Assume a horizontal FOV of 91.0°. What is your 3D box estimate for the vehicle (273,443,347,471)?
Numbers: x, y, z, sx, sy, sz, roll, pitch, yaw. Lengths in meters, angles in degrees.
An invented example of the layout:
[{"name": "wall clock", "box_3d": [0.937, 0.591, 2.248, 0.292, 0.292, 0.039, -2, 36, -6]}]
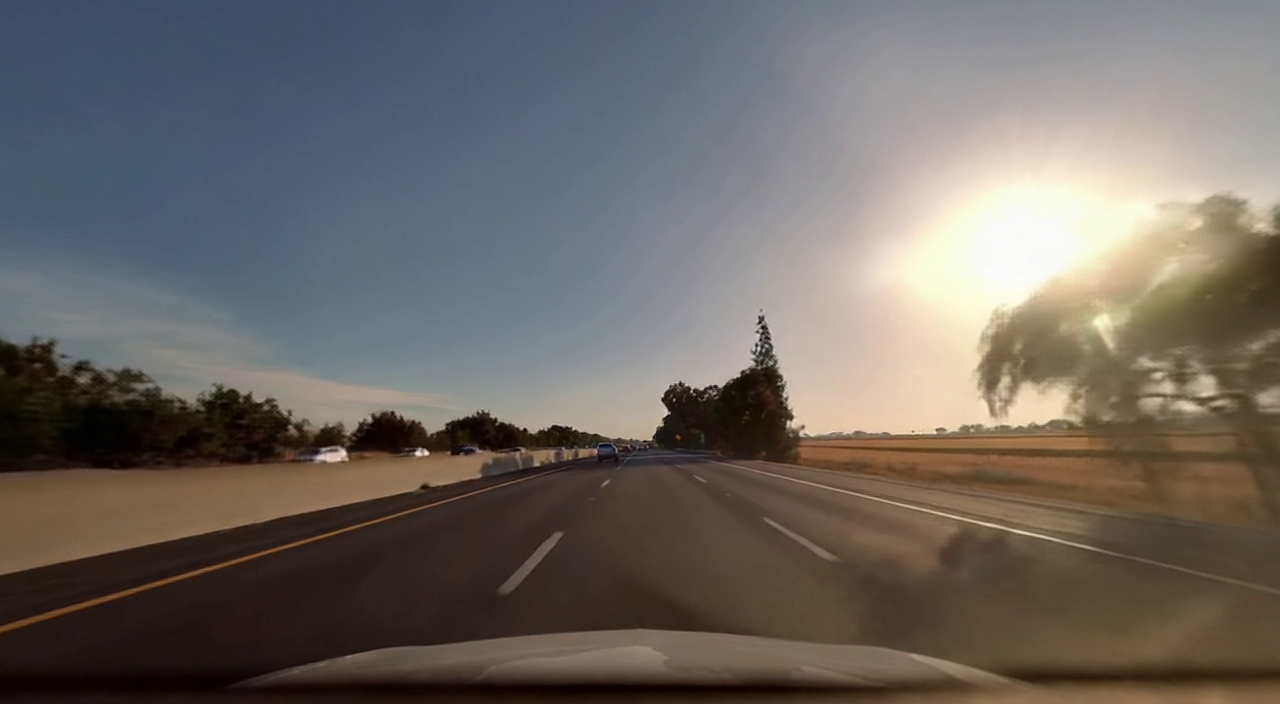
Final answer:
[{"name": "vehicle", "box_3d": [-24.643, 7.840, 47.357, 2.255, 1.945, 5.875, 0, -9, 1]}]
